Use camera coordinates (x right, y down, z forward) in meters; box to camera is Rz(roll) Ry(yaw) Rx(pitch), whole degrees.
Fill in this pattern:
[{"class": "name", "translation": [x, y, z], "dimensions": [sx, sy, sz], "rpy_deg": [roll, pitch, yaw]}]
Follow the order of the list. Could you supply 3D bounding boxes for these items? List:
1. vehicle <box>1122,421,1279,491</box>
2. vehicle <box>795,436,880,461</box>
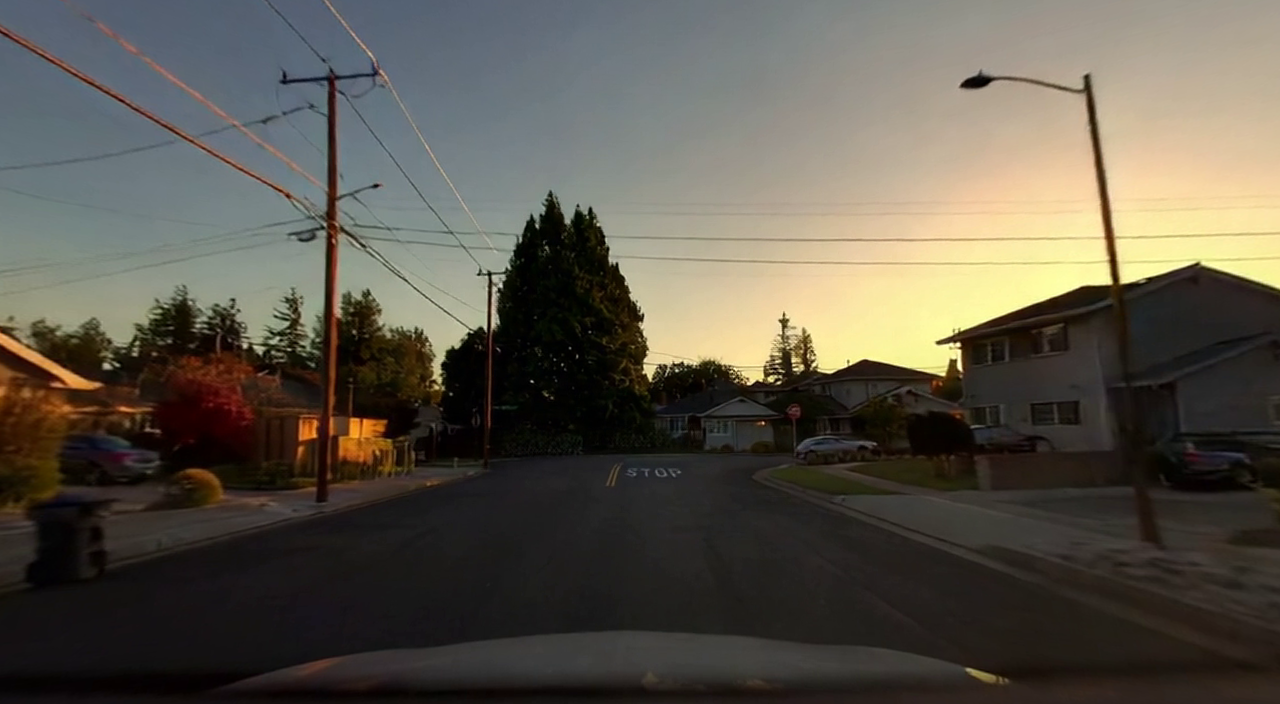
[{"class": "vehicle", "translation": [14.515, 2.403, 14.752], "dimensions": [4.737, 1.493, 2.001], "rpy_deg": [-1, -8, 3]}, {"class": "vehicle", "translation": [11.912, 5.824, 38.240], "dimensions": [4.452, 1.482, 2.017], "rpy_deg": [2, -8, -12]}]
